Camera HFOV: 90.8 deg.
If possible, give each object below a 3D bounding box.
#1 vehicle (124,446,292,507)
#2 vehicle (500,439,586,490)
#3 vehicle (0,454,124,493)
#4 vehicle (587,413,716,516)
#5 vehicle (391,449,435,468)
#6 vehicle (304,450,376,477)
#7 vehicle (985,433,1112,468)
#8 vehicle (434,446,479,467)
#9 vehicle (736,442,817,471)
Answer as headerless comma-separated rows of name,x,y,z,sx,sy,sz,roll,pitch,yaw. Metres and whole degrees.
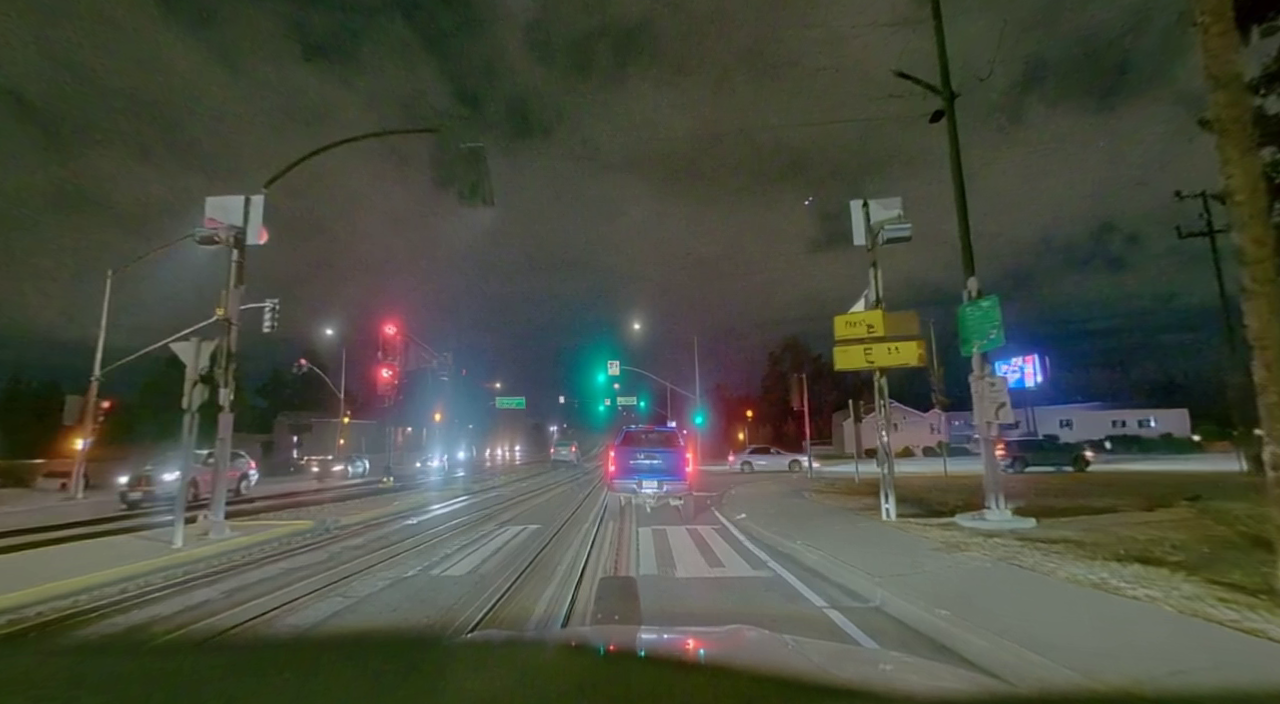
vehicle,-12.853,3.696,19.276,1.945,1.590,4.651,0,-9,-2
vehicle,-3.079,3.698,21.084,2.004,1.482,4.799,0,-9,1
vehicle,-32.823,6.748,35.252,6.105,1.989,2.432,-1,-8,5
vehicle,0.286,2.511,14.546,2.404,1.926,5.251,0,-9,2
vehicle,-17.498,8.222,48.877,1.880,1.377,4.201,0,-9,-1
vehicle,-17.261,6.394,36.575,1.964,1.465,4.638,0,-9,-1
vehicle,23.748,5.742,36.837,5.980,1.933,2.401,1,-9,-8
vehicle,-13.497,7.708,46.787,2.027,1.482,4.711,0,-9,-1
vehicle,7.722,5.850,35.598,4.412,1.494,2.136,7,-11,-39
